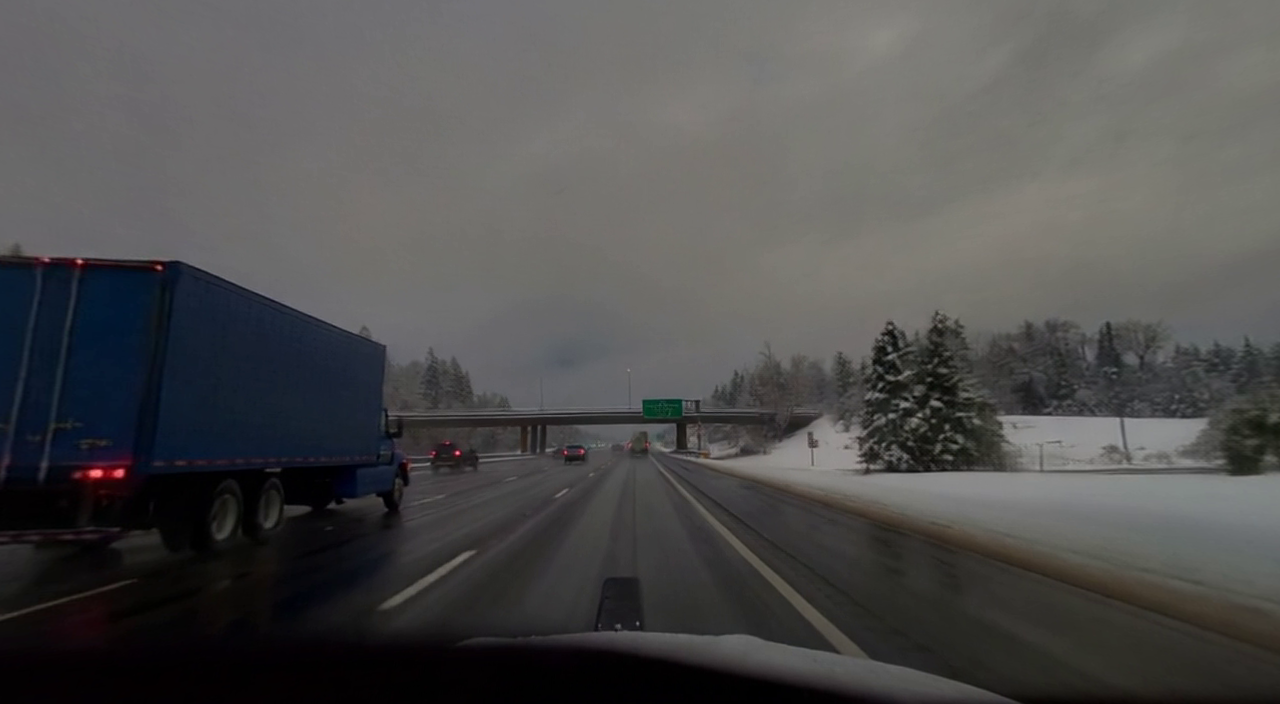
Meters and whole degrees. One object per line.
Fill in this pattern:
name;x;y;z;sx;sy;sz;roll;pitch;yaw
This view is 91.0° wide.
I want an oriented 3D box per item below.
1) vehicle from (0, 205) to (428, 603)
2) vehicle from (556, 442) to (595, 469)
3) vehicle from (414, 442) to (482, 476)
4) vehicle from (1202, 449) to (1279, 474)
vehicle;-7.216;1.186;11.218;3.303;3.868;10.298;0;-9;0
vehicle;-4.212;6.842;41.672;2.094;1.695;4.260;0;-9;0
vehicle;-10.806;6.065;35.906;2.146;1.764;5.510;0;-9;0
vehicle;43.290;7.776;44.928;4.134;1.691;2.097;-3;-9;17
